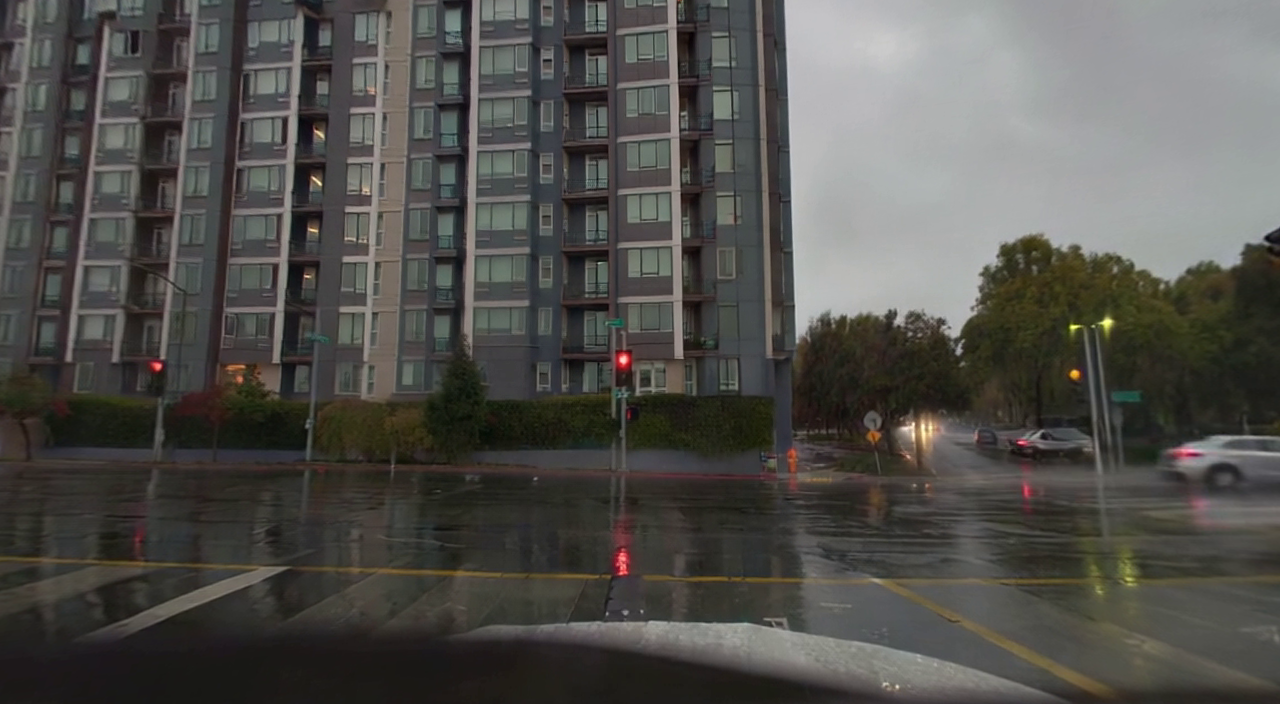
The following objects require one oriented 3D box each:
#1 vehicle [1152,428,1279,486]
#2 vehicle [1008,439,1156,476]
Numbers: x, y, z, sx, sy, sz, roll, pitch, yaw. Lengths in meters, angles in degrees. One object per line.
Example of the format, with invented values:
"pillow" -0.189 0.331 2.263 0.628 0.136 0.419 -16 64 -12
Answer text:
"vehicle" 20.313 3.450 20.800 4.980 1.792 2.042 0 -9 1
"vehicle" 18.596 4.459 26.688 4.823 1.458 1.914 0 -9 -1
